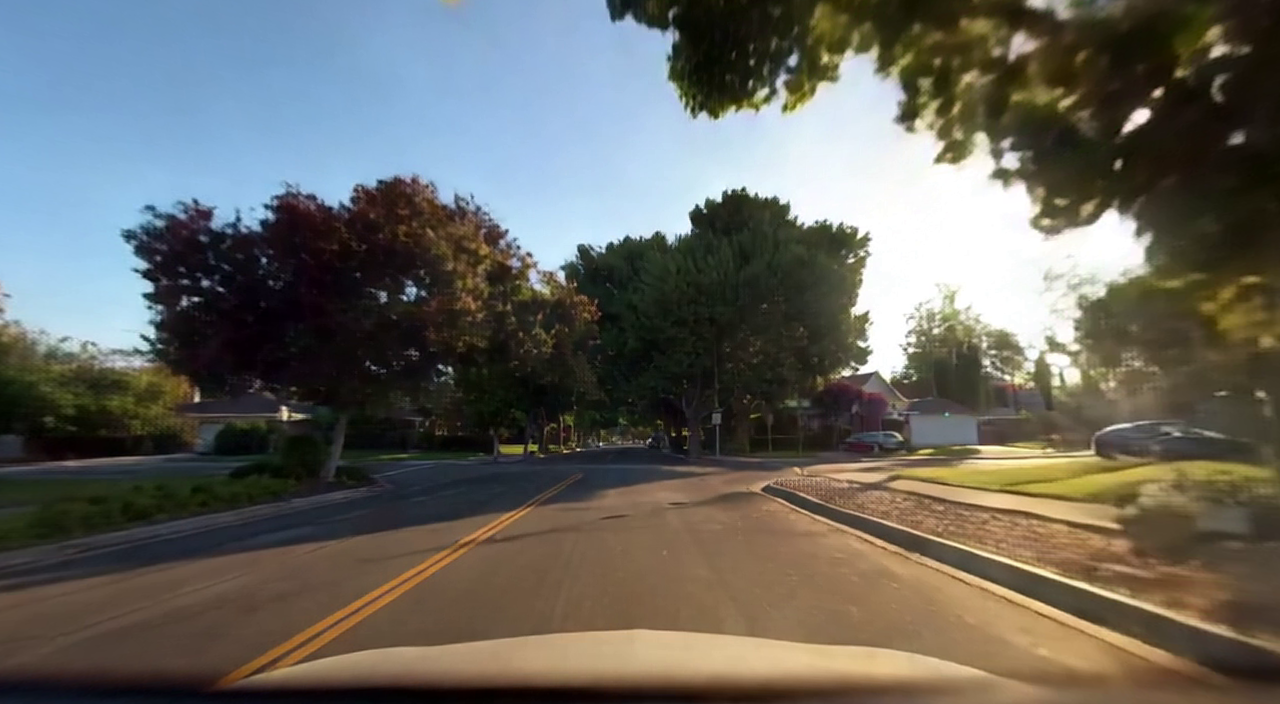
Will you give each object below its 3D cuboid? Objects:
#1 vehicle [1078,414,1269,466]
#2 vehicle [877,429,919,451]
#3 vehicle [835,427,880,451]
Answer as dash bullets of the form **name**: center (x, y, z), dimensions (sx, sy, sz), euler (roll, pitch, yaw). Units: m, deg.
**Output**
- **vehicle**: center (16.485, 2.791, 19.859), dimensions (1.783, 1.431, 4.757), euler (0, -8, -1)
- **vehicle**: center (18.996, 6.495, 46.486), dimensions (1.803, 1.504, 4.324), euler (-1, -8, 7)
- **vehicle**: center (16.197, 6.540, 47.073), dimensions (1.829, 1.667, 4.437), euler (0, -8, 2)
